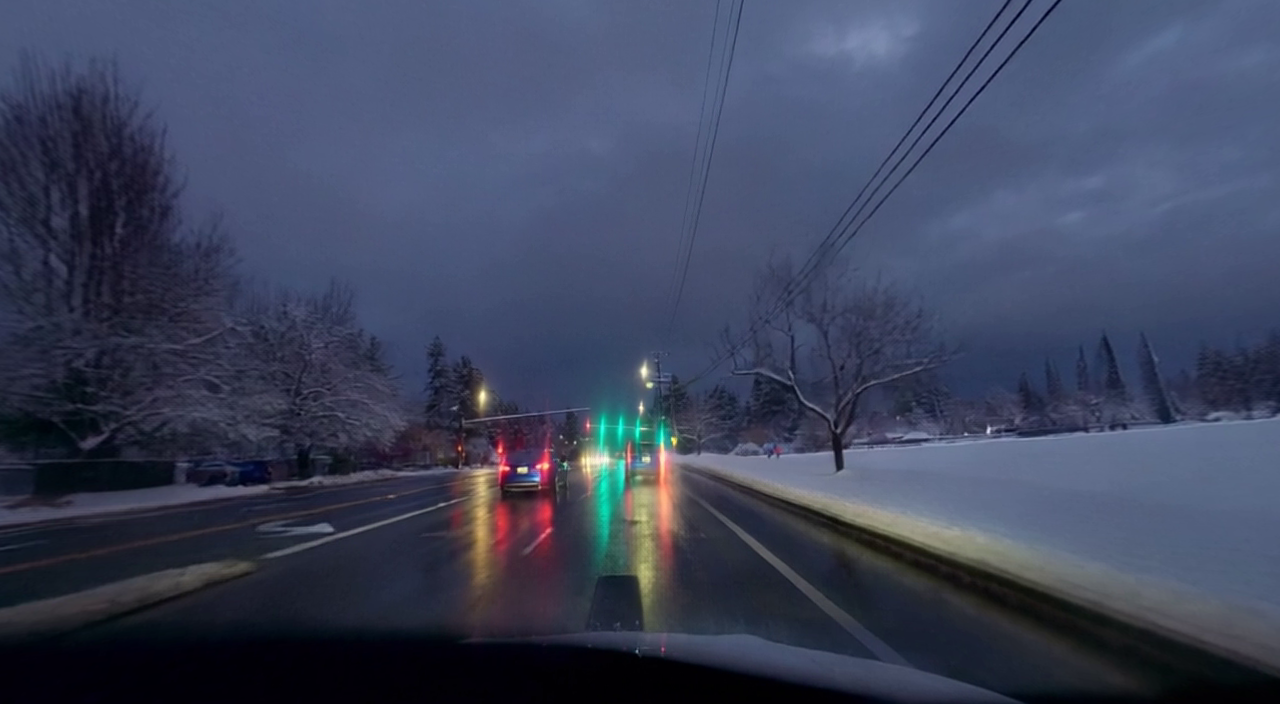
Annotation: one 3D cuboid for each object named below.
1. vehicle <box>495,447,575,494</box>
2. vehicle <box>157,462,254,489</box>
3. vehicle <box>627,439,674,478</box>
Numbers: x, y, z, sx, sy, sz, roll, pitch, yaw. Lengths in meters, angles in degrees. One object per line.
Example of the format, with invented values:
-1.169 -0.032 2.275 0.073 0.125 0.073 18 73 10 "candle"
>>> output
-3.514 4.029 21.884 2.036 1.447 4.044 0 -8 1 "vehicle"
-25.289 7.210 36.772 4.182 1.444 1.884 0 -8 -4 "vehicle"
0.446 5.300 31.621 2.215 1.799 4.426 0 -8 -1 "vehicle"
